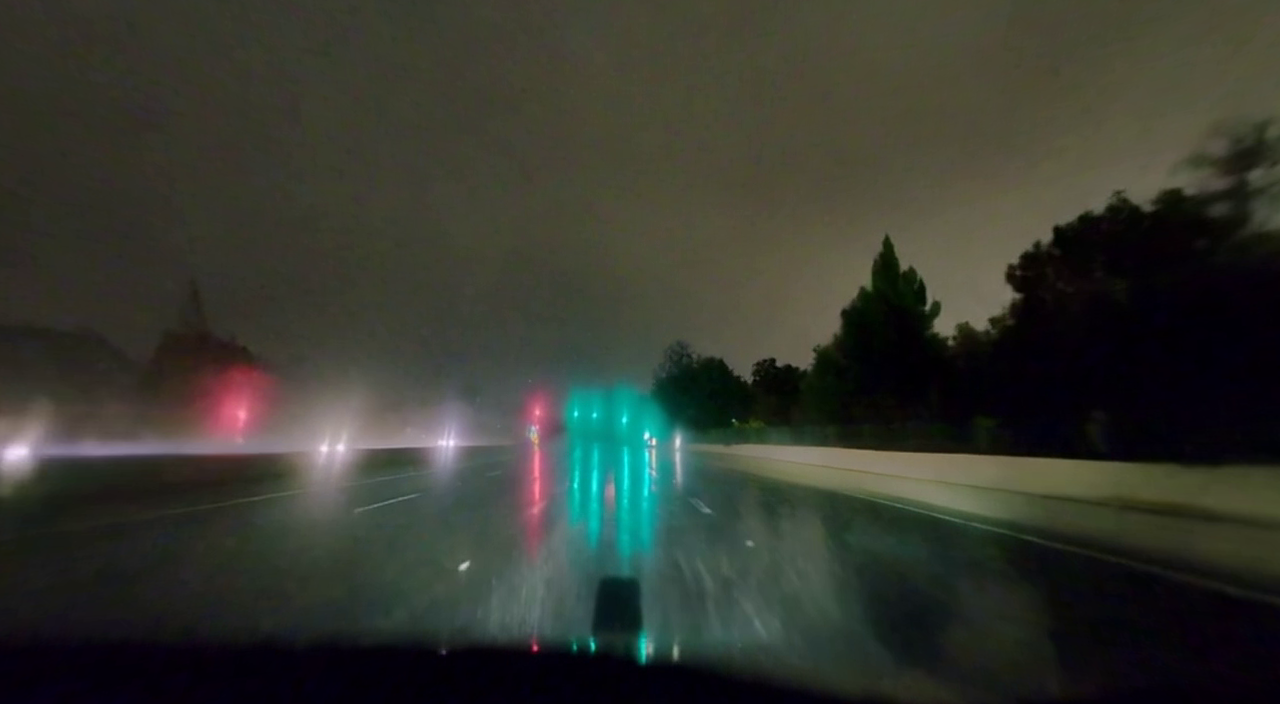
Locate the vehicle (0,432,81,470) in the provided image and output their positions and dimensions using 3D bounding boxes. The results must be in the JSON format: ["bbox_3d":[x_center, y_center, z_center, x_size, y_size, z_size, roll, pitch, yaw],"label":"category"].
[{"bbox_3d":[-26.957,4.191,26.807,1.872,1.534,5.182,0,-8,-2],"label":"vehicle"}]

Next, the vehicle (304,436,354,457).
[{"bbox_3d":[-24.342,7.438,49.605,1.846,1.549,4.494,0,-8,-3],"label":"vehicle"}]
